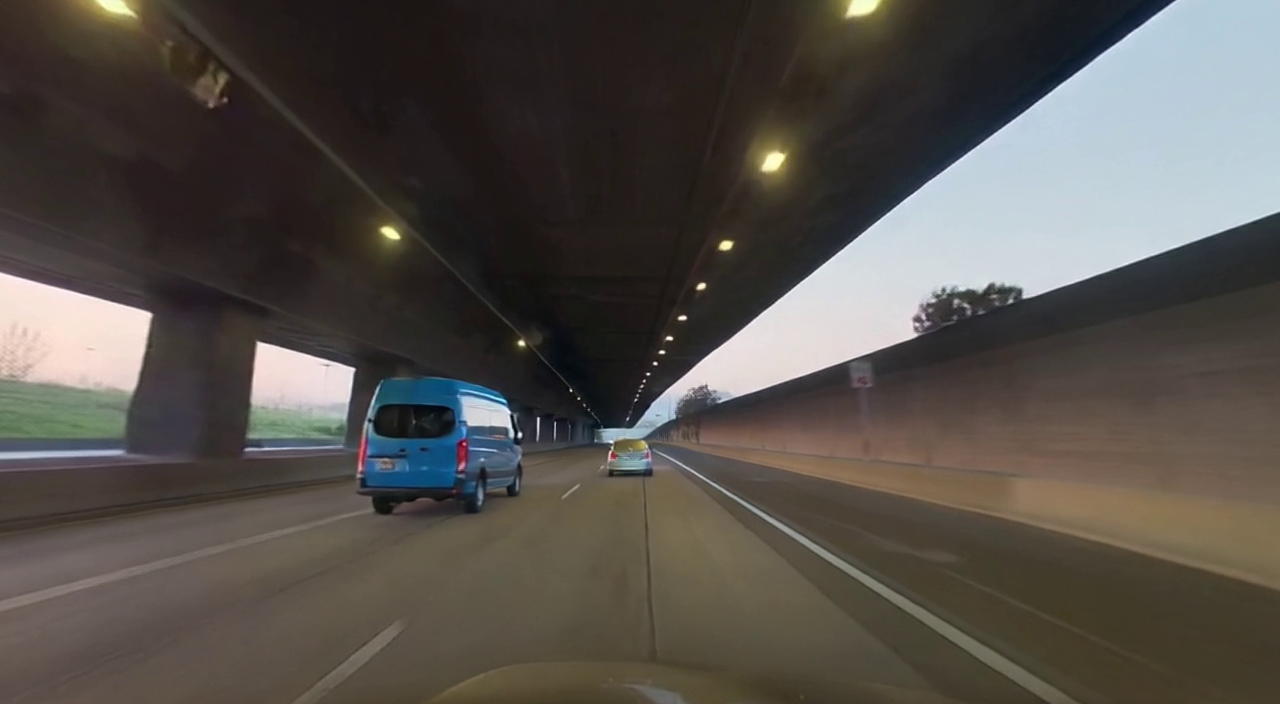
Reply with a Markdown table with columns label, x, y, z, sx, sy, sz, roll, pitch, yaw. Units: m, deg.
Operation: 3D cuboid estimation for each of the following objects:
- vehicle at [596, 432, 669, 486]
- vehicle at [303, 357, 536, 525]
| label | x | y | z | sx | sy | sz | roll | pitch | yaw |
| --- | --- | --- | --- | --- | --- | --- | --- | --- | --- |
| vehicle | -0.214 | 3.391 | 20.363 | 2.095 | 1.553 | 4.069 | 0 | -8 | 0 |
| vehicle | -3.683 | 1.661 | 11.940 | 2.404 | 2.459 | 5.229 | 0 | -8 | 1 |
